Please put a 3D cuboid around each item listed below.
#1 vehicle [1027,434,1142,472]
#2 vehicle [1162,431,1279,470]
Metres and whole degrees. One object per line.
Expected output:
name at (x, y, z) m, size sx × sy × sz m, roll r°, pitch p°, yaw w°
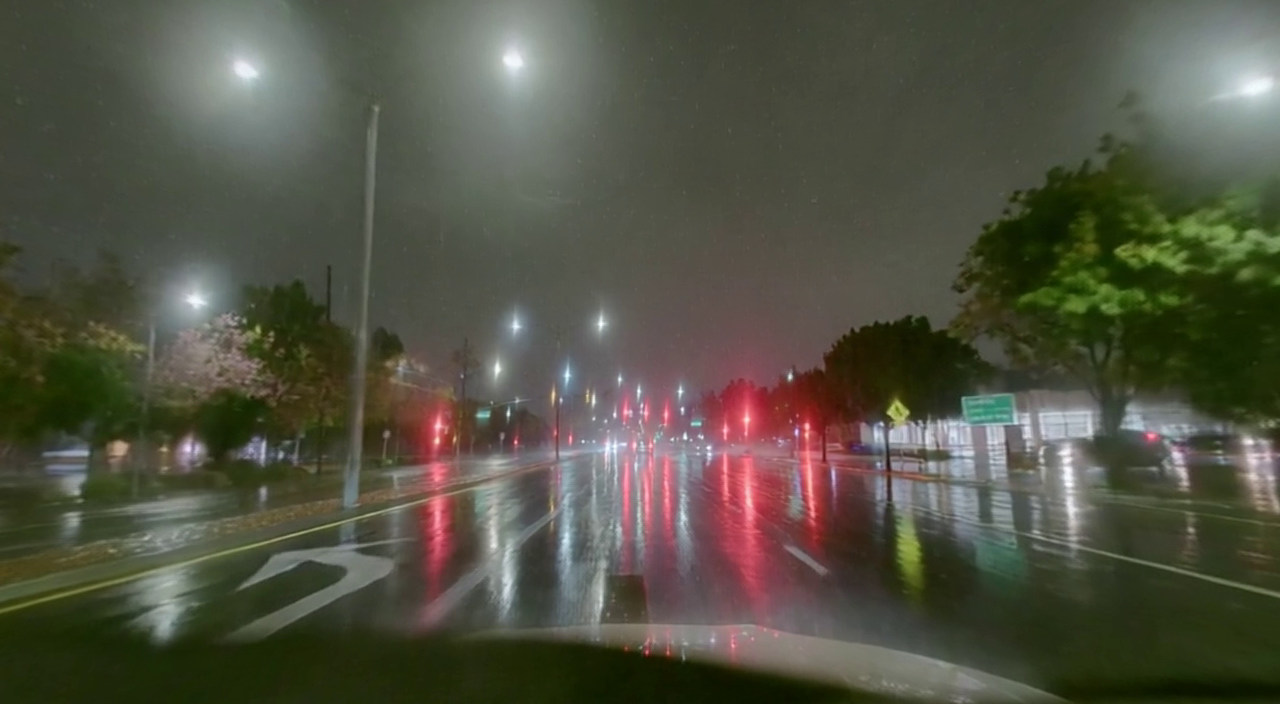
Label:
vehicle at (19.225, 4.377, 27.561) m, size 1.842 × 1.495 × 4.474 m, roll 0°, pitch -8°, yaw 2°
vehicle at (24.867, 4.211, 26.963) m, size 1.736 × 1.516 × 4.047 m, roll -1°, pitch -8°, yaw 3°
